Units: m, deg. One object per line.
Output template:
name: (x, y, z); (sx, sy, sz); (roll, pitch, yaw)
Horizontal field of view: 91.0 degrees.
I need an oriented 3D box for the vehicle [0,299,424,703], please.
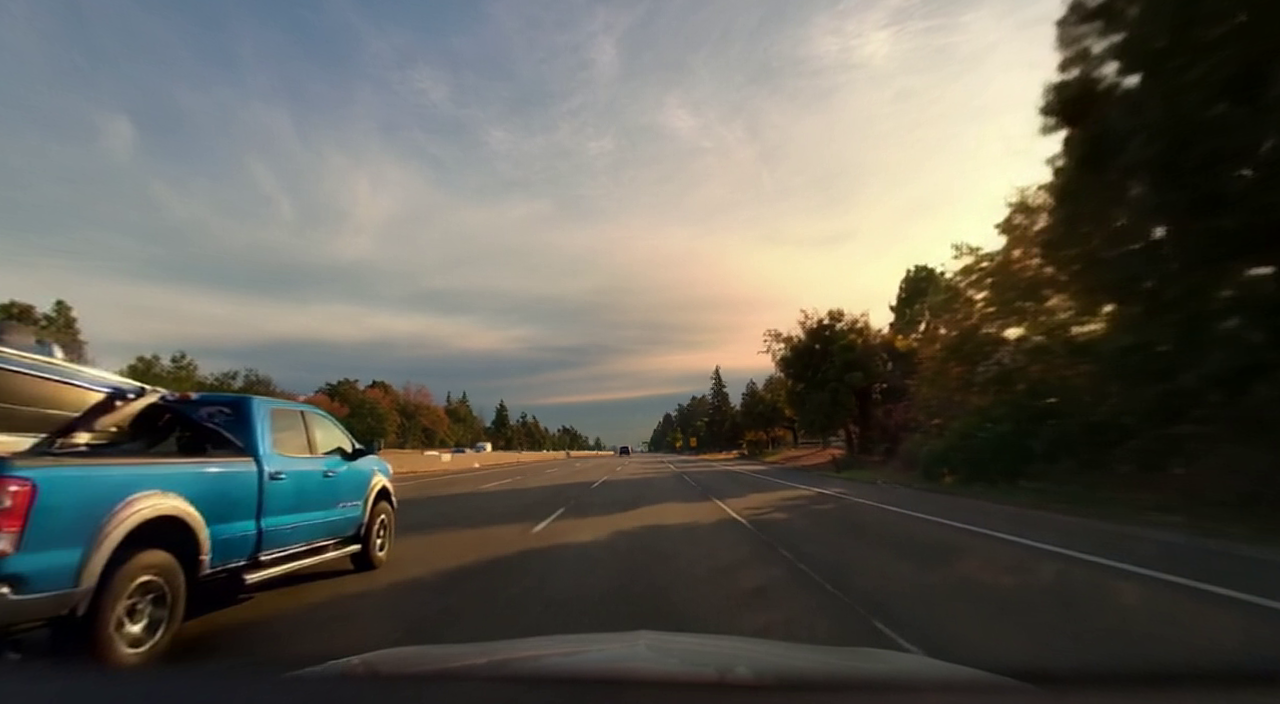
vehicle: (-3.401, 0.977, 3.930); (2.202, 1.836, 5.009); (0, -9, 1)
